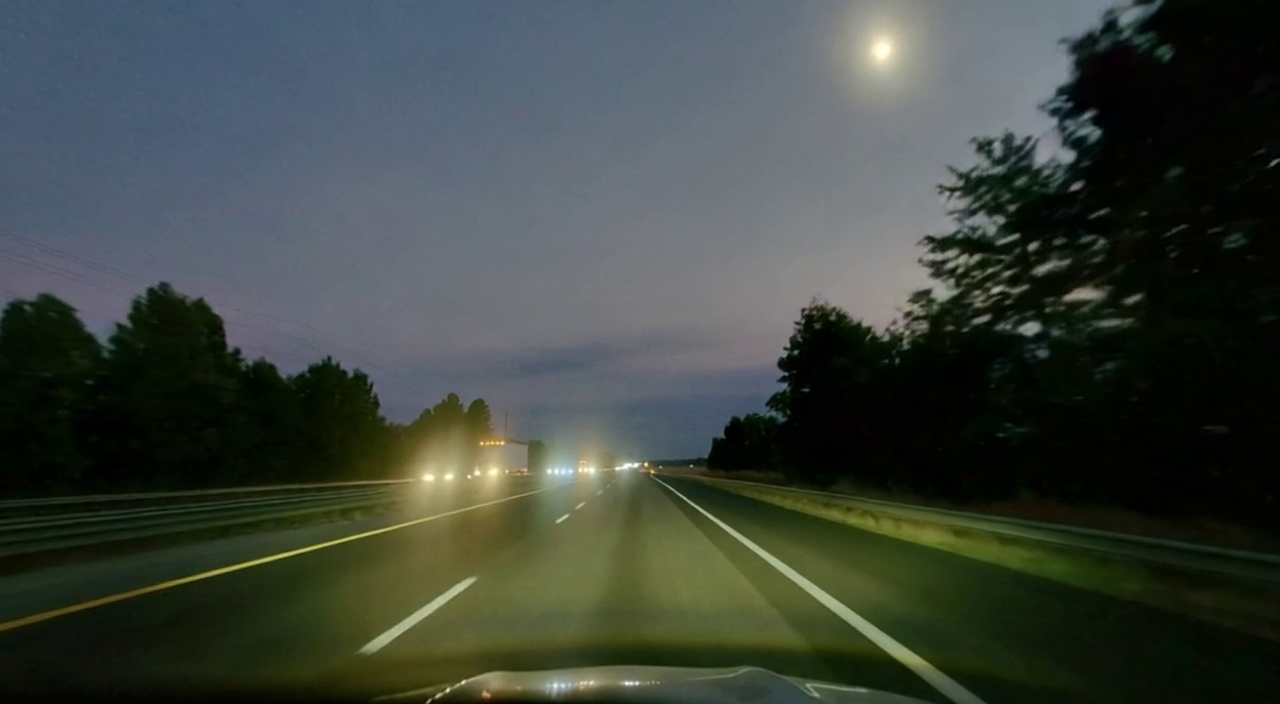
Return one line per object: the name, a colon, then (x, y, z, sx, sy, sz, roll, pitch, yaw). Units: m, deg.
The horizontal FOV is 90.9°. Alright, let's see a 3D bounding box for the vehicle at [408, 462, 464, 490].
vehicle: (-11.589, 7.084, 36.082, 1.828, 1.481, 4.104, 1, -10, 0)
